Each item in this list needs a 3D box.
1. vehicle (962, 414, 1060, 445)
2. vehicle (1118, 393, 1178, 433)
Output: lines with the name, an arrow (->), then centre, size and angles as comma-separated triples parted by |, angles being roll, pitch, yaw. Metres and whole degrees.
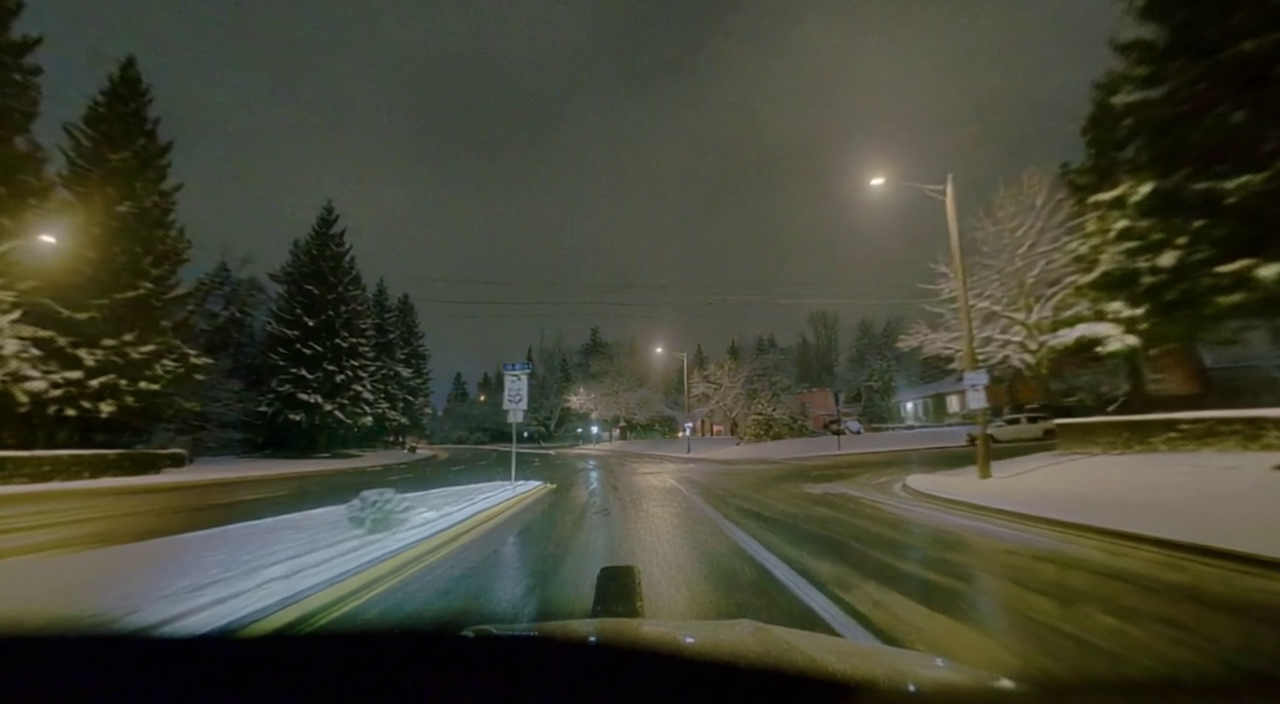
vehicle -> 20.644, 4.375, 35.132 | 4.499, 1.627, 2.003 | -5, -10, 33
vehicle -> 29.125, 3.562, 36.016 | 2.111, 2.008, 4.557 | -8, -12, 43
